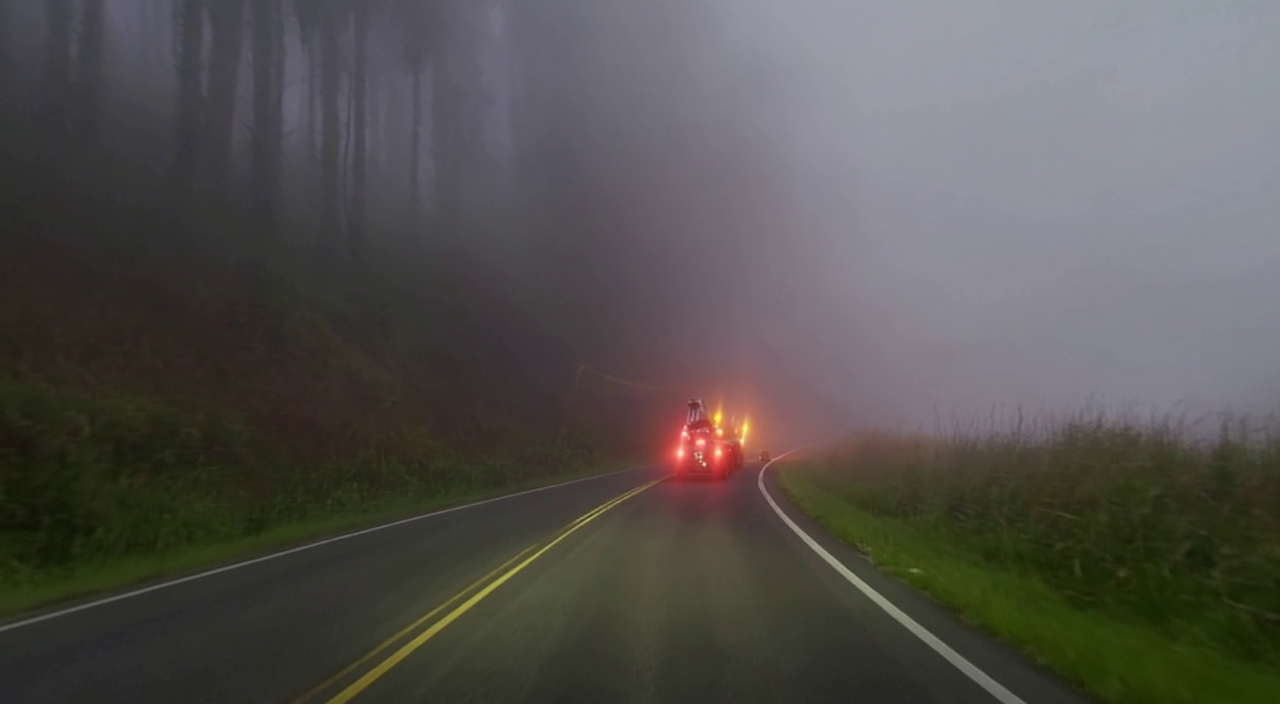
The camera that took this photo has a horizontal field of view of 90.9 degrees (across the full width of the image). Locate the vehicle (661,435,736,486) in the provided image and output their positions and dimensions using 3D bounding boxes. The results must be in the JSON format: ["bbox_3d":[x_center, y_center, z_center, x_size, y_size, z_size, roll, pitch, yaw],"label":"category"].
[{"bbox_3d":[1.994,3.524,20.828,2.196,1.465,4.294,-1,-8,7],"label":"vehicle"}]
